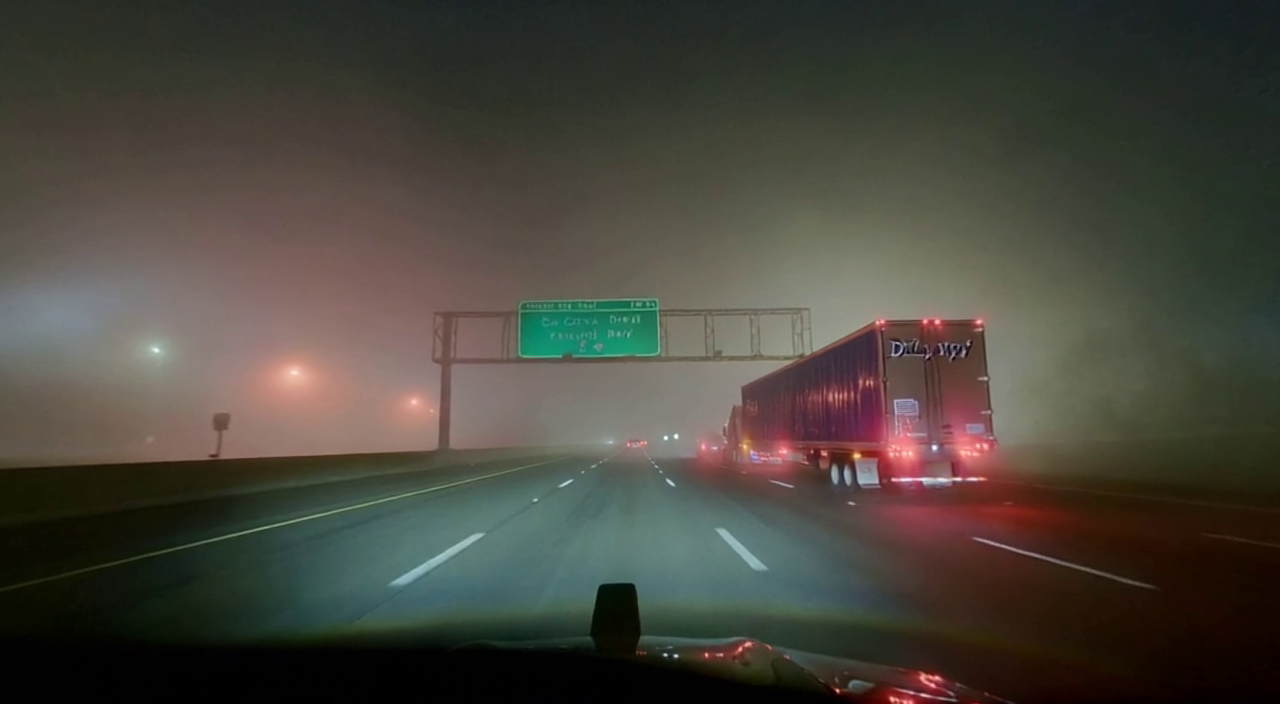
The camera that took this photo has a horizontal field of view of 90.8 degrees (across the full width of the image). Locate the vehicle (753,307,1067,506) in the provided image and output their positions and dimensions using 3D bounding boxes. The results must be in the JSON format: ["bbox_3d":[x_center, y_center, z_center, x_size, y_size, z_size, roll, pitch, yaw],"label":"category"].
[{"bbox_3d":[6.756,2.207,20.613,2.962,3.947,16.241,0,-8,-1],"label":"vehicle"}]
